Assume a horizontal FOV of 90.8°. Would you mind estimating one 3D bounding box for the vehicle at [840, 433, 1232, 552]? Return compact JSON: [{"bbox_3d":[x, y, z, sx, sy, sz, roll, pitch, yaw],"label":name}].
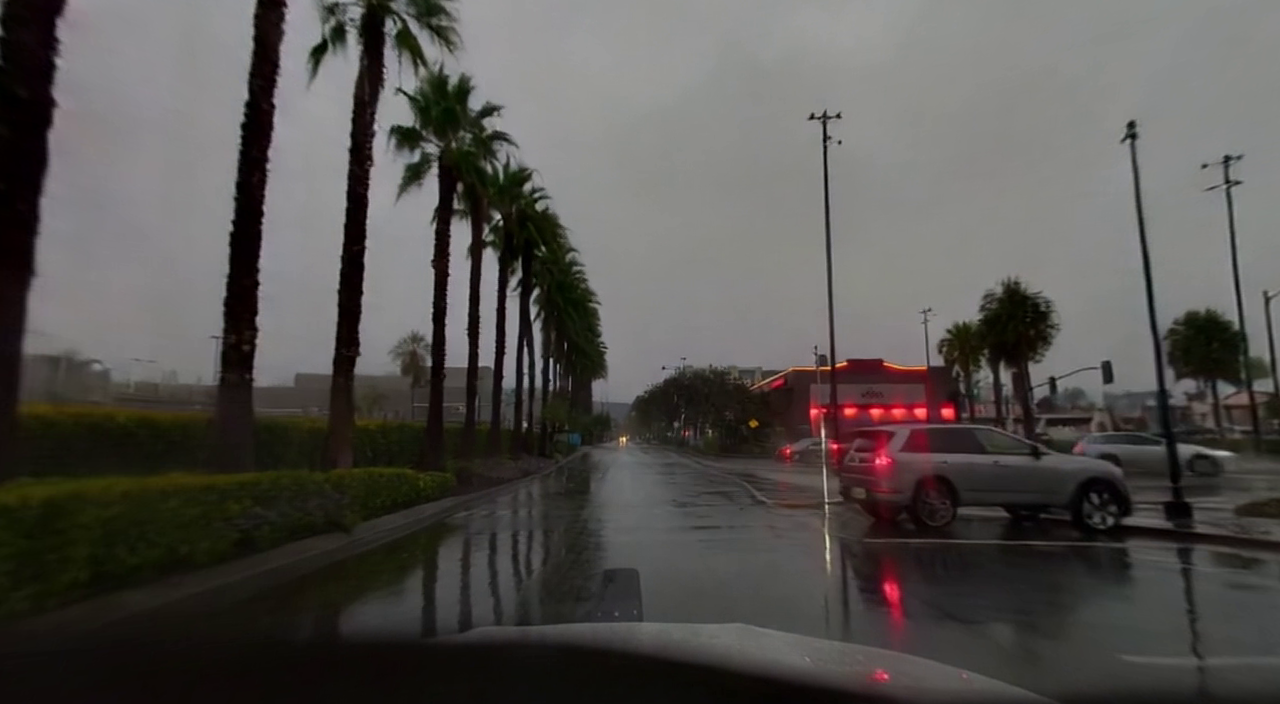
[{"bbox_3d":[5.776,2.023,9.621,4.742,1.506,1.919,0,-8,-5],"label":"vehicle"}]
